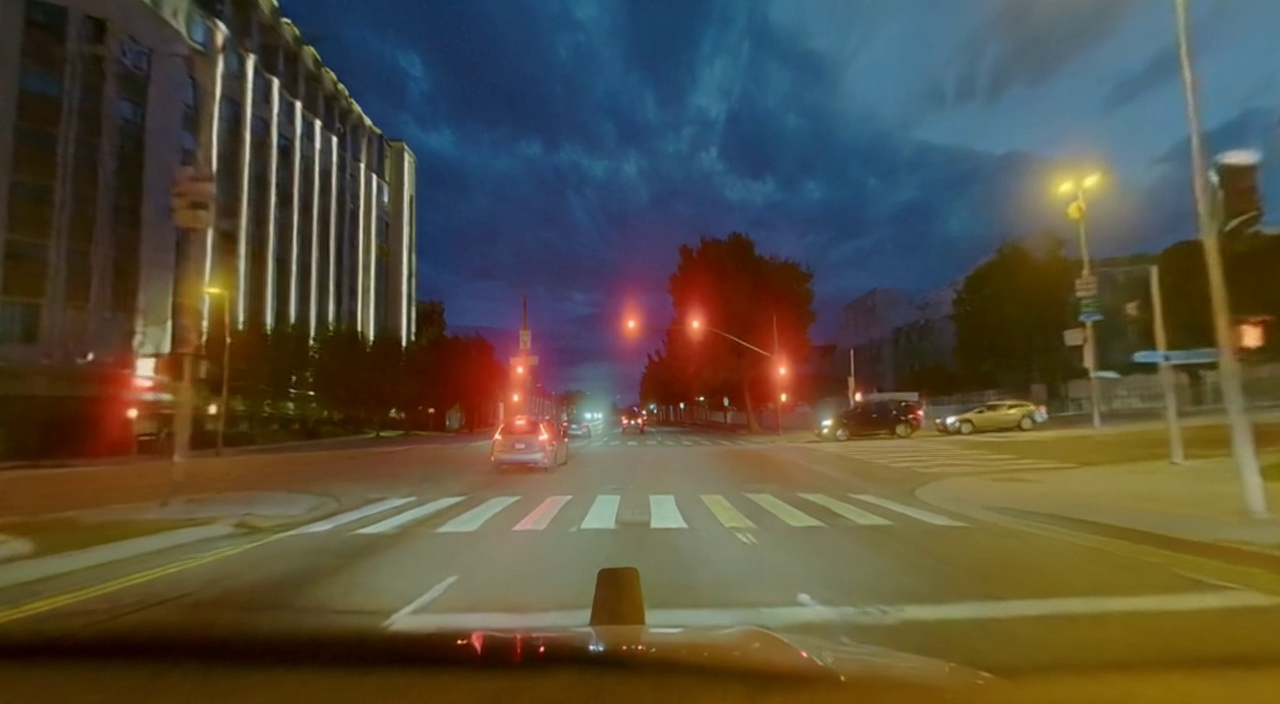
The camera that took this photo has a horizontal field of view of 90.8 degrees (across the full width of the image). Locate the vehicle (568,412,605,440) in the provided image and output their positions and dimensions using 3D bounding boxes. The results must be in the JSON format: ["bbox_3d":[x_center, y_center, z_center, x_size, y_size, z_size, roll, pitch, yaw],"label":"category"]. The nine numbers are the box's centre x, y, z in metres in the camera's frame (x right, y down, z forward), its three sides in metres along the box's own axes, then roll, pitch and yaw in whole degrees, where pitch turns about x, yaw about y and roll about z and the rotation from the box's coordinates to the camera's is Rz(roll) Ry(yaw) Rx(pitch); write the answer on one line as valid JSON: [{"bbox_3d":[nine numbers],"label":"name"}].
[{"bbox_3d":[-3.649,5.198,43.896,2.152,1.802,4.628,0,-8,-1],"label":"vehicle"}]

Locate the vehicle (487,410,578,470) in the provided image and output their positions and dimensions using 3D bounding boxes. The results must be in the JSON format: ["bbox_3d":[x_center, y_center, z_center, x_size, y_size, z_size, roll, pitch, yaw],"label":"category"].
[{"bbox_3d":[-3.340,2.877,20.549,2.116,1.725,4.315,0,-8,1],"label":"vehicle"}]

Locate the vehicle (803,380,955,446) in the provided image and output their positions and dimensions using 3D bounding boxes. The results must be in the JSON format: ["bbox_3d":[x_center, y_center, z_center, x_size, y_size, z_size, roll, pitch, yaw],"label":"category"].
[{"bbox_3d":[11.720,3.066,31.381,6.233,2.668,2.627,-4,-7,-3],"label":"vehicle"}]

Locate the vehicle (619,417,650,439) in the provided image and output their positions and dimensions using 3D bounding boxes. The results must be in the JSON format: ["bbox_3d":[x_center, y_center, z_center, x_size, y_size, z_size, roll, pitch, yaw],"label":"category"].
[{"bbox_3d":[-0.441,5.459,45.049,2.095,1.438,3.843,0,-8,-1],"label":"vehicle"}]

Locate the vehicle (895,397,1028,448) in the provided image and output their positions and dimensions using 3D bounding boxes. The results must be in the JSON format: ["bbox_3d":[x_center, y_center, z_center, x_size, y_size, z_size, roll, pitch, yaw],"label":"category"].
[{"bbox_3d":[13.129,2.878,25.961,4.328,1.742,1.942,-3,-5,-1],"label":"vehicle"}]
